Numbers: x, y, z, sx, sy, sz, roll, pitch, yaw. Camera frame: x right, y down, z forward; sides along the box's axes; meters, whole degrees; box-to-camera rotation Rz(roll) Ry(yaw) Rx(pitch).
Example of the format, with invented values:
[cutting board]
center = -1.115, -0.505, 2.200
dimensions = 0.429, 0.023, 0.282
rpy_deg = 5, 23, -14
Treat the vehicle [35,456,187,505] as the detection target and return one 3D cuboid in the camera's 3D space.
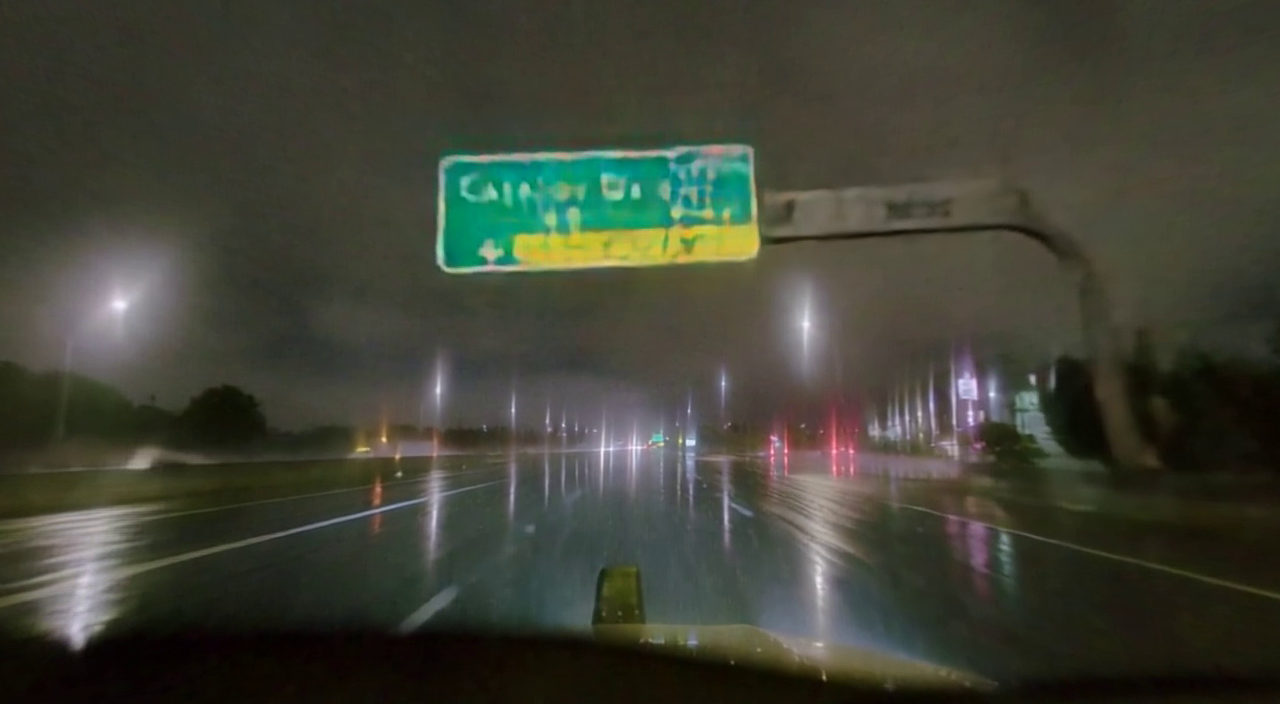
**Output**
[vehicle]
center = -18.214, 4.406, 21.956
dimensions = 1.832, 1.479, 3.871
rpy_deg = 0, -9, 2
